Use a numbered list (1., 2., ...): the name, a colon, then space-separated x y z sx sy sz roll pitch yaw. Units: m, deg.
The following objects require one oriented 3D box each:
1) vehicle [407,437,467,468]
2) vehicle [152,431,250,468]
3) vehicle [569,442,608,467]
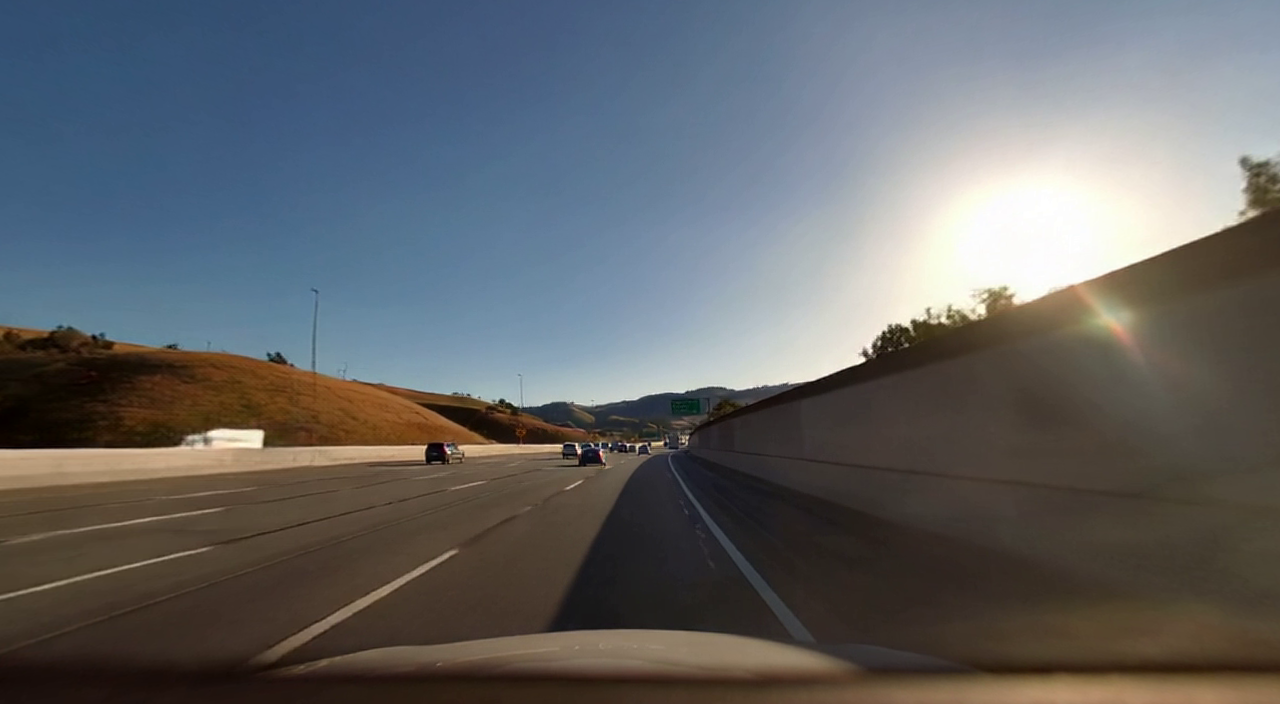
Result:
1. vehicle: -12.676 6.292 39.769 2.076 1.766 4.831 0 -8 2
2. vehicle: -32.697 7.289 47.351 2.219 2.546 6.742 -1 -8 2
3. vehicle: -3.149 6.353 39.374 1.931 1.492 4.076 0 -8 2
